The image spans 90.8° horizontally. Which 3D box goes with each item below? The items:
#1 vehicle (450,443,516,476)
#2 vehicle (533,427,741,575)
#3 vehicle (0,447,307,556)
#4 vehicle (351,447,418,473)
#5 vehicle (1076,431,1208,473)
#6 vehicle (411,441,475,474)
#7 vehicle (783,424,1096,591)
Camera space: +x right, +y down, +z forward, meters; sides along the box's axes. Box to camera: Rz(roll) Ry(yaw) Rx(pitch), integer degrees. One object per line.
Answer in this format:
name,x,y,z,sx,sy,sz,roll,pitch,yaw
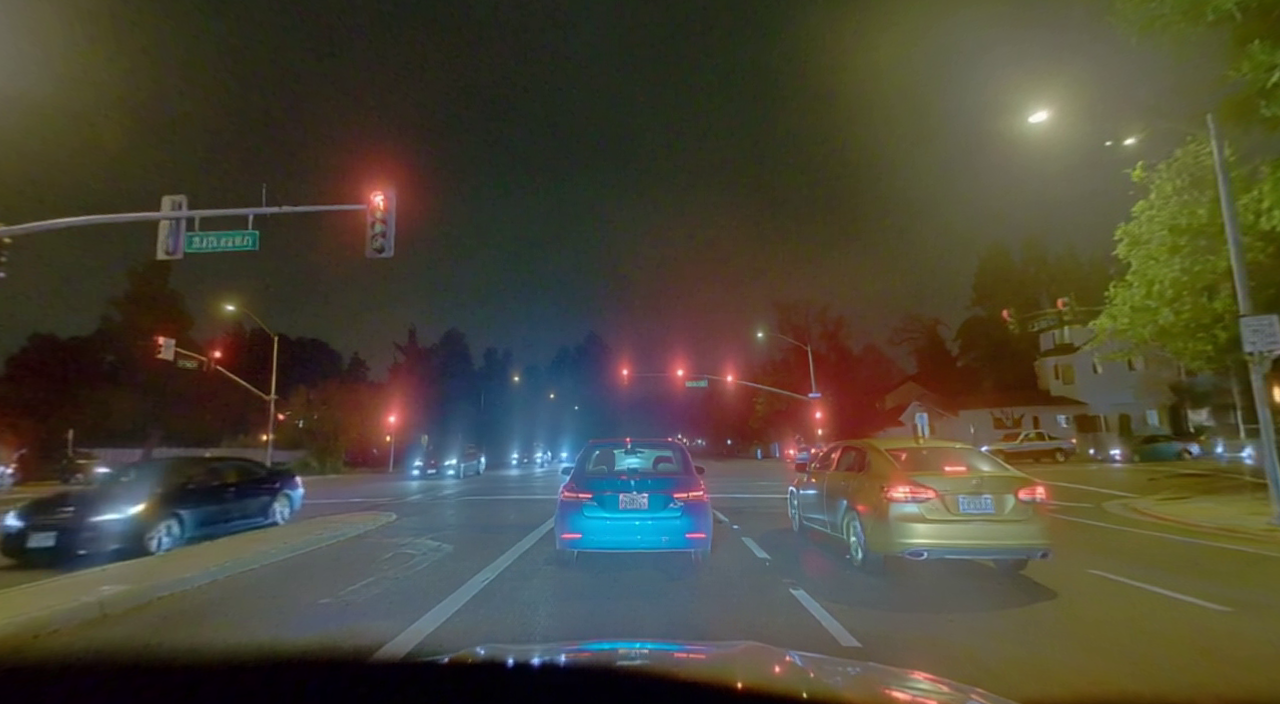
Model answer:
vehicle,-7.567,5.210,30.970,2.003,1.480,4.633,0,-8,0
vehicle,-0.056,1.816,8.509,2.103,1.478,4.073,0,-8,-1
vehicle,-7.599,2.254,10.307,2.040,1.374,4.150,0,-8,0
vehicle,-17.381,7.319,43.280,1.893,1.658,4.474,-2,-9,14
vehicle,23.985,4.787,30.315,4.520,1.762,2.005,-2,-8,-1
vehicle,-10.675,5.741,34.617,1.973,1.669,4.434,0,-8,1
vehicle,3.210,1.732,7.889,1.913,1.505,4.097,0,-8,1
